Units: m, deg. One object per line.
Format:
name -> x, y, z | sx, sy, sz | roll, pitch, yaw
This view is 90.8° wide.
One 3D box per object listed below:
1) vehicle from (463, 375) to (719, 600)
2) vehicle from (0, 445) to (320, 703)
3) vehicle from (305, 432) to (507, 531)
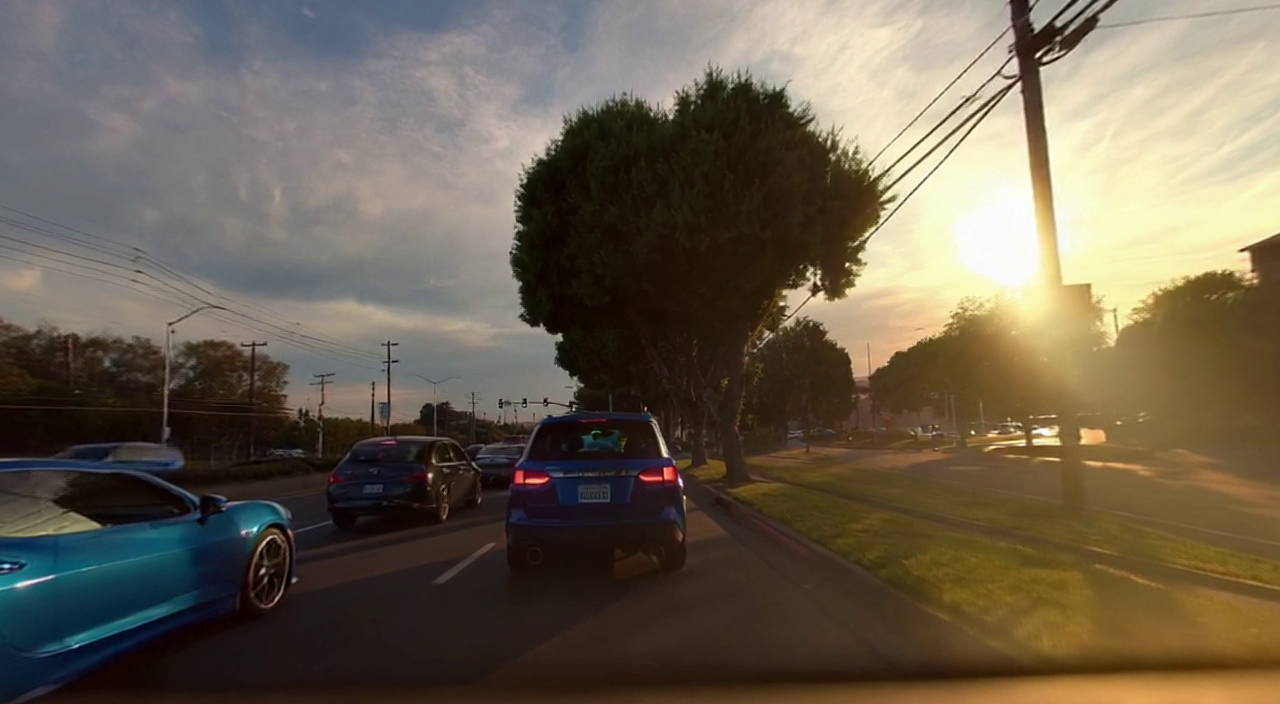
vehicle -> -0.384, 1.353, 7.020 | 2.012, 1.769, 3.897 | 0, -8, 0
vehicle -> -3.745, 1.140, 3.230 | 1.865, 1.314, 4.461 | 0, -8, 0
vehicle -> -4.053, 2.311, 11.929 | 2.087, 1.485, 4.452 | 0, -8, 0
